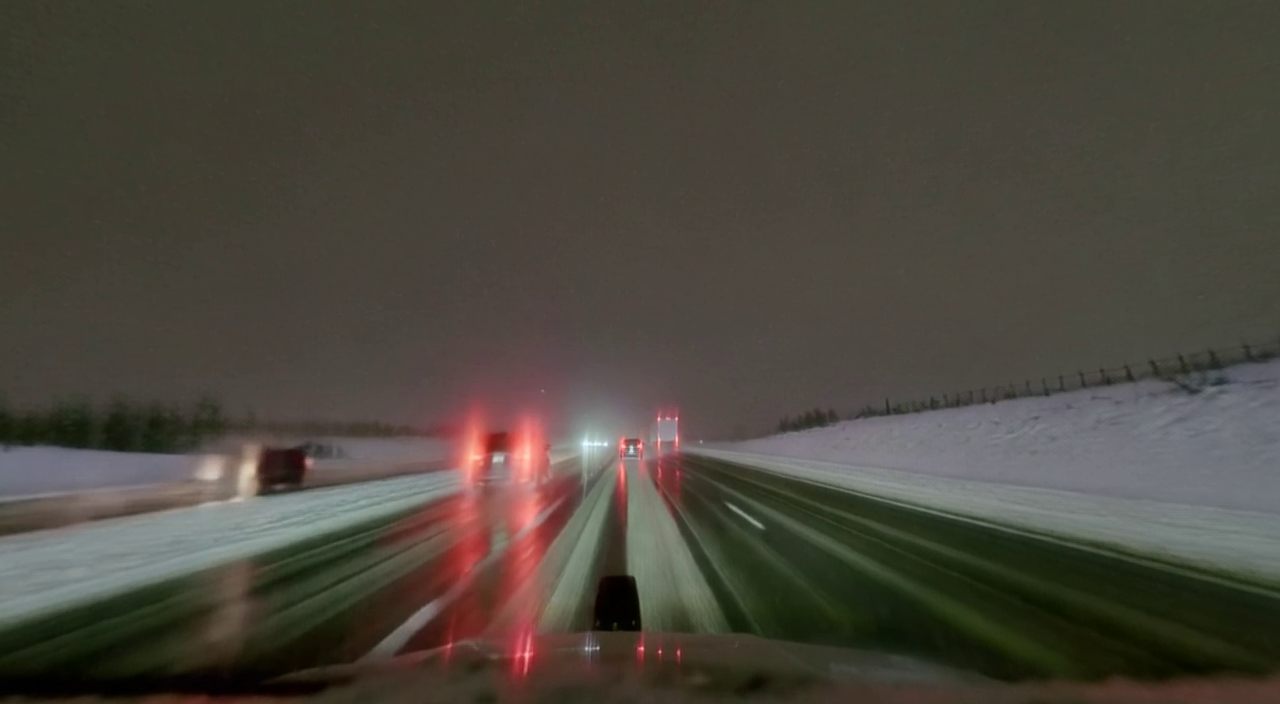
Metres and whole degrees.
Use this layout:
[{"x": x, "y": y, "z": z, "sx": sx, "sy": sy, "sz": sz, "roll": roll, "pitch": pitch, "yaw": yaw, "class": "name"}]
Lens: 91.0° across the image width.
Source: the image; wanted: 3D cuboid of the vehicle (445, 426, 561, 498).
[{"x": -3.703, "y": 3.060, "z": 18.008, "sx": 2.326, "sy": 1.761, "sz": 4.450, "roll": 0, "pitch": -8, "yaw": 0, "class": "vehicle"}]

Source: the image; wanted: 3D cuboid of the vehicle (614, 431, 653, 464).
[{"x": -0.462, "y": 6.397, "z": 42.252, "sx": 2.456, "sy": 2.007, "sz": 4.728, "roll": 0, "pitch": -8, "yaw": -2, "class": "vehicle"}]

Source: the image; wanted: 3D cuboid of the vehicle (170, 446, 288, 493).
[{"x": -18.011, "y": 5.112, "z": 27.908, "sx": 2.099, "sy": 1.847, "sz": 4.724, "roll": 0, "pitch": -8, "yaw": -1, "class": "vehicle"}]
